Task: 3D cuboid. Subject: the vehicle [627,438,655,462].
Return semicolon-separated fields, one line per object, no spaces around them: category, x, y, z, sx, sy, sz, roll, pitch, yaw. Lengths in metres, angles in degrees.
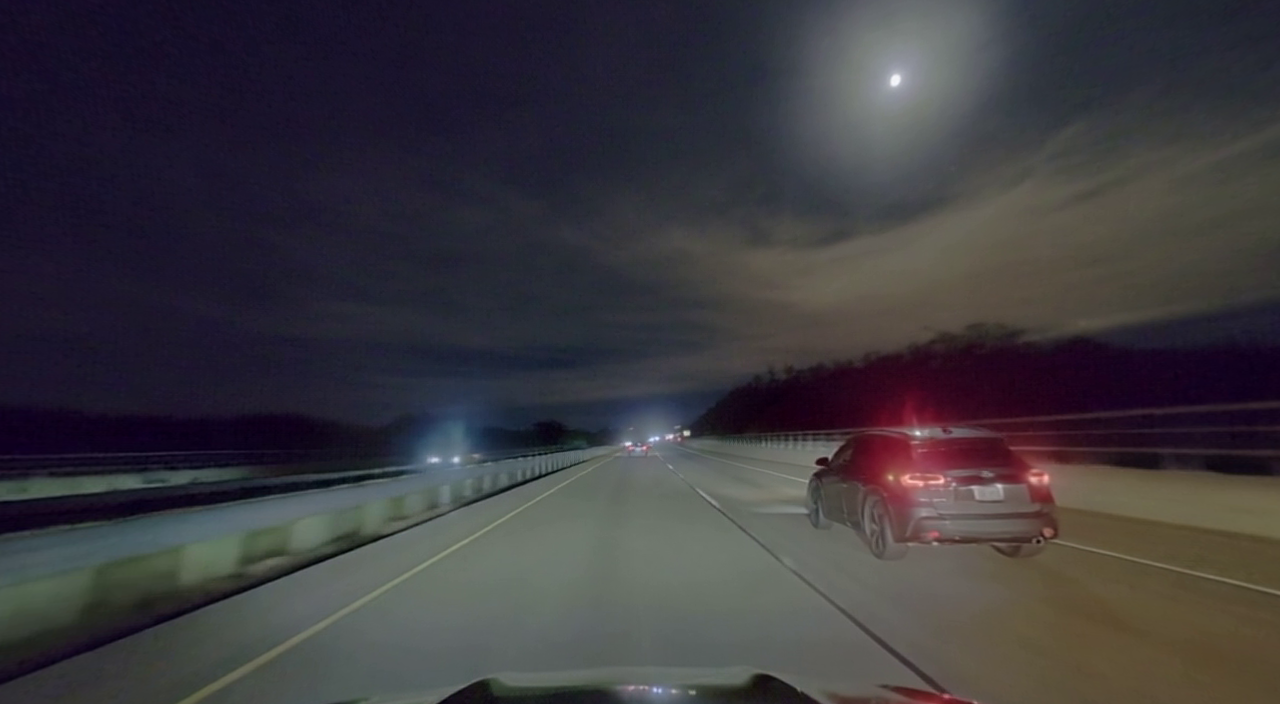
vehicle;0.038;7.384;47.666;2.059;1.696;4.165;0;-8;-1
